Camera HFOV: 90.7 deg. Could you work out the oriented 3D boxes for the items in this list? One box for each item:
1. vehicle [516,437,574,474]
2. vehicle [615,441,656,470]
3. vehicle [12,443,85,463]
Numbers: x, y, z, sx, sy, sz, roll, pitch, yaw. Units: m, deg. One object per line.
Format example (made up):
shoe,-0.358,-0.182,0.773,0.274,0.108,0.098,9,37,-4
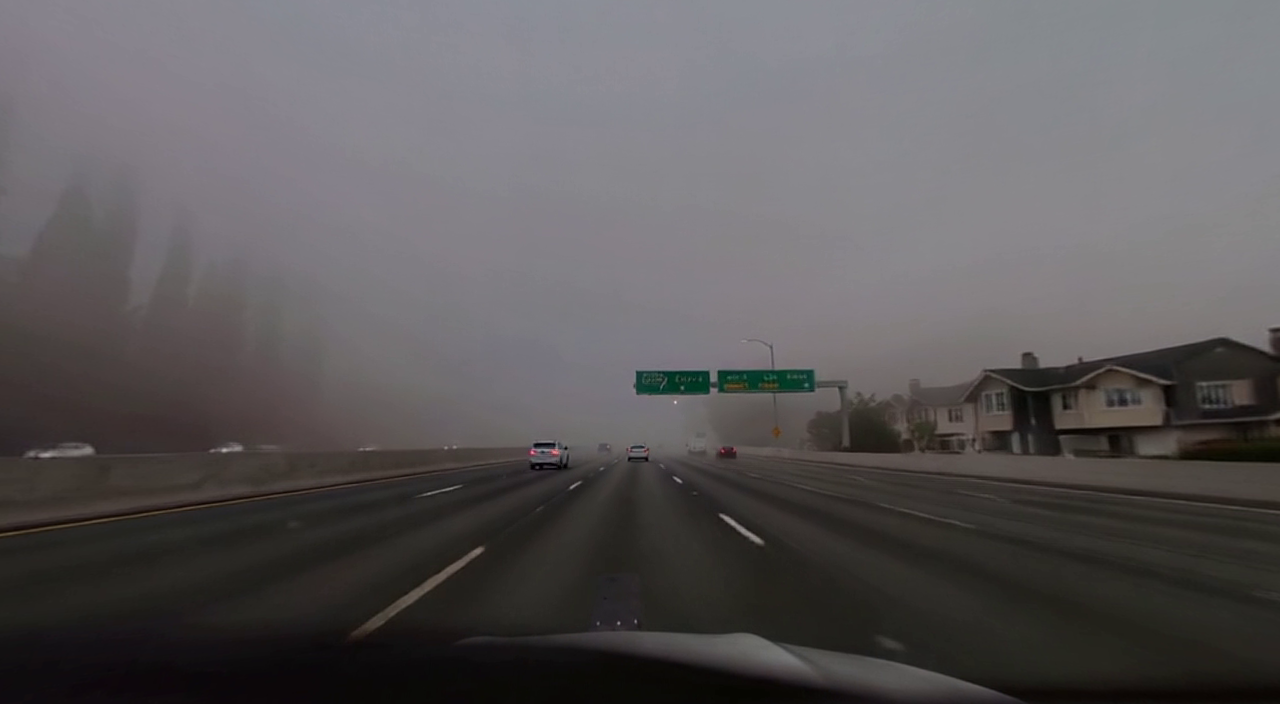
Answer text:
vehicle,-4.732,5.205,32.081,2.260,1.706,4.177,-1,-9,0
vehicle,-0.279,5.775,35.442,2.146,1.485,4.332,0,-9,-1
vehicle,-44.446,7.604,47.641,1.822,1.427,3.821,0,-9,-2
